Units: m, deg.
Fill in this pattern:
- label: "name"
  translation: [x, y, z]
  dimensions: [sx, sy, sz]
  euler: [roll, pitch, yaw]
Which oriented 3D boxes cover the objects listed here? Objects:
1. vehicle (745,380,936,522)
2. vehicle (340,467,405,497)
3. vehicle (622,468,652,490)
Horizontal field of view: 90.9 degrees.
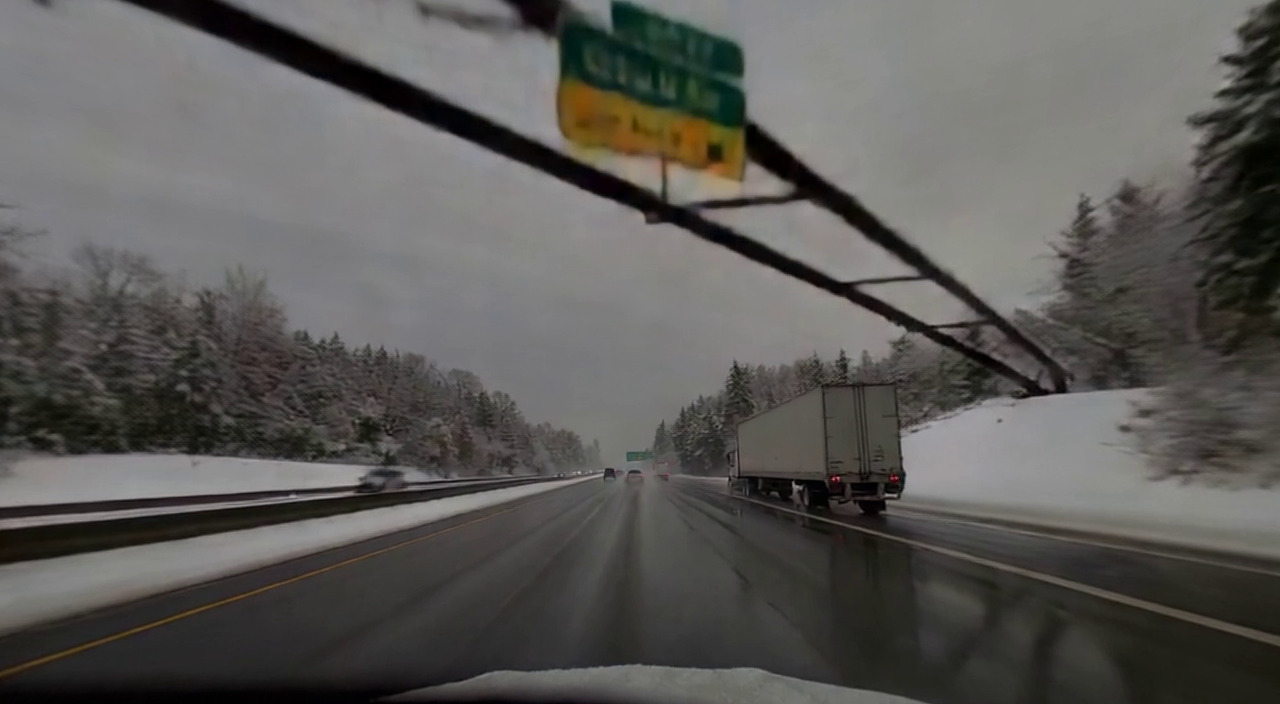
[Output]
- label: "vehicle"
  translation: [6.950, 4.113, 25.215]
  dimensions: [2.926, 4.073, 13.836]
  euler: [1, -11, -1]
- label: "vehicle"
  translation: [-14.957, 7.286, 35.499]
  dimensions: [1.809, 1.496, 4.306]
  euler: [1, -11, -1]
- label: "vehicle"
  translation: [-0.237, 9.074, 45.037]
  dimensions: [2.029, 1.459, 3.684]
  euler: [1, -11, -1]
